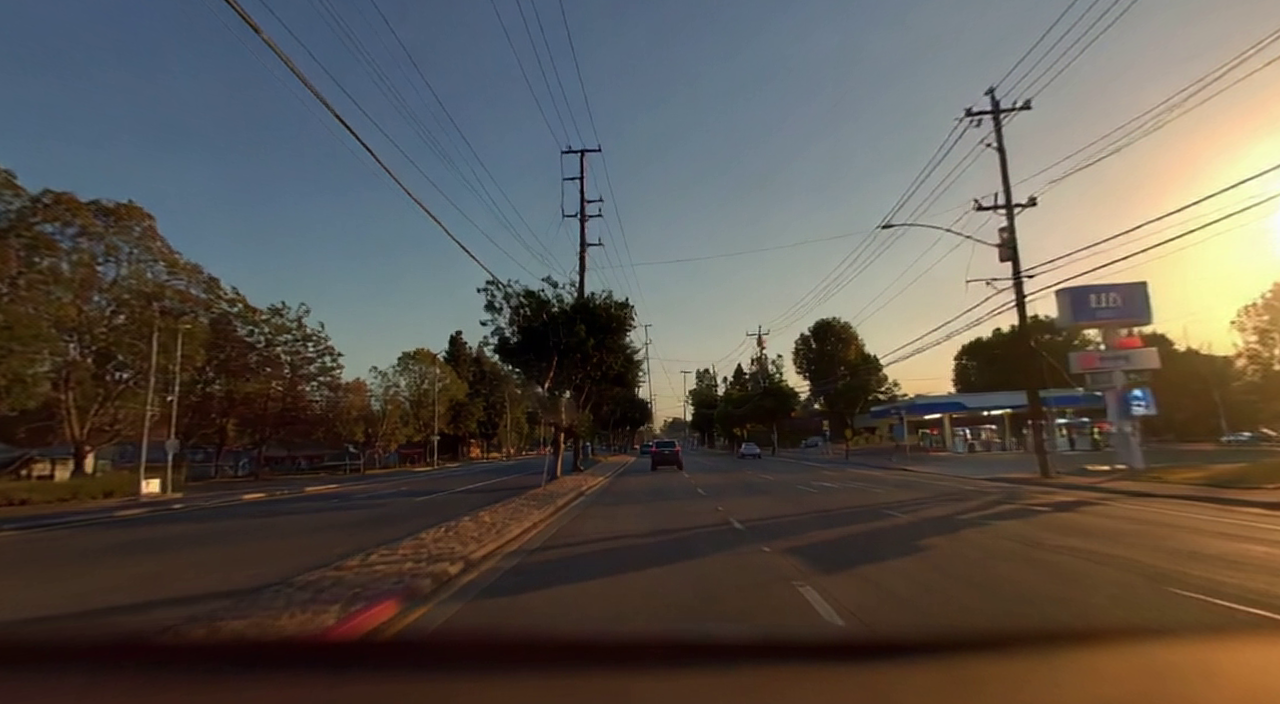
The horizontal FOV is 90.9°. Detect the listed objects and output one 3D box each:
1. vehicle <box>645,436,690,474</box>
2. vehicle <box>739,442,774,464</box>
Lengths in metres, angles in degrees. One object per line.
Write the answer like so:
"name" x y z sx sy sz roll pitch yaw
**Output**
"vehicle" 1.381 5.426 33.383 2.141 1.842 4.889 0 -8 0
"vehicle" 8.224 7.172 44.806 1.760 1.481 4.161 0 -8 0
